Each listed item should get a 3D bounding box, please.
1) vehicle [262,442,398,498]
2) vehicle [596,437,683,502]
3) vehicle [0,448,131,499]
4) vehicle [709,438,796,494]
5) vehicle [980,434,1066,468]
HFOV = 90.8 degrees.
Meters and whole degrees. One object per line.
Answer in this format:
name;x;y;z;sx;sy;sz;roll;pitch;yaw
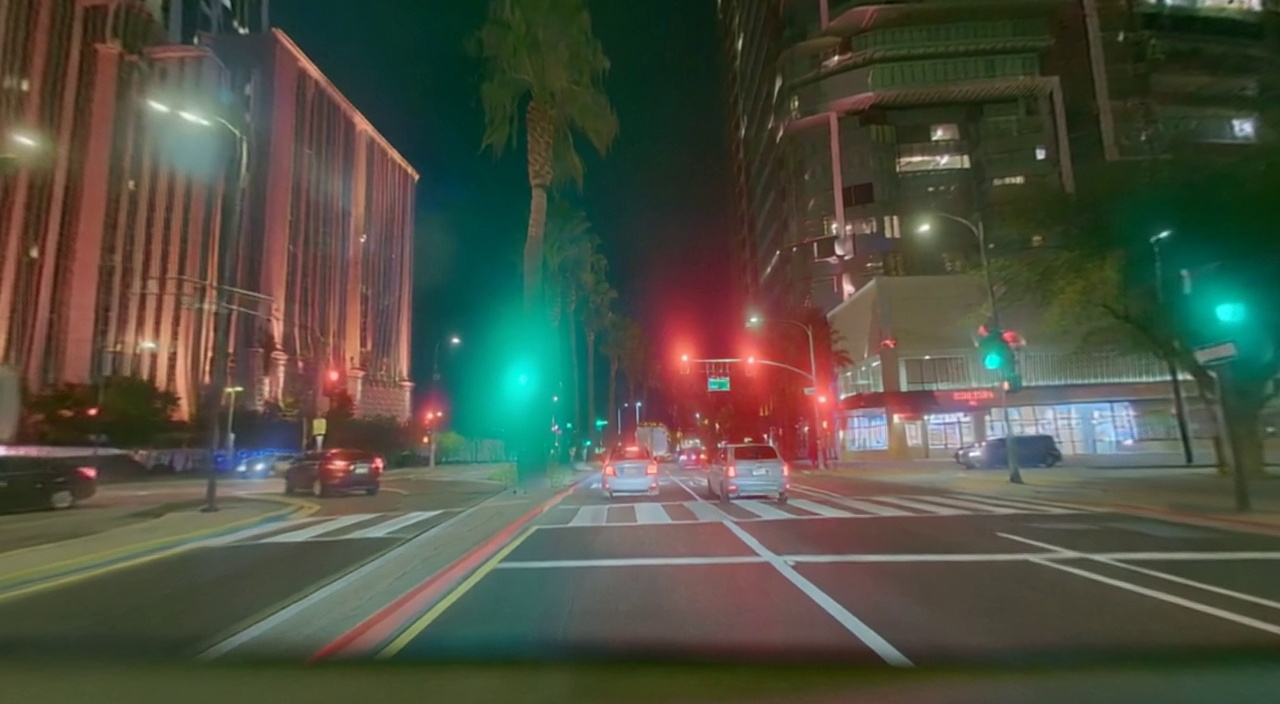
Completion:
vehicle;-9.448;3.497;19.127;4.435;1.501;1.977;-7;-11;39
vehicle;-0.011;3.053;16.762;2.048;1.503;3.681;0;-9;0
vehicle;-19.323;3.792;19.883;4.641;1.502;1.882;3;-9;-21
vehicle;3.239;3.363;18.900;1.909;1.500;3.524;0;-9;-1
vehicle;20.250;5.266;33.668;1.959;1.674;4.706;-1;-9;6
